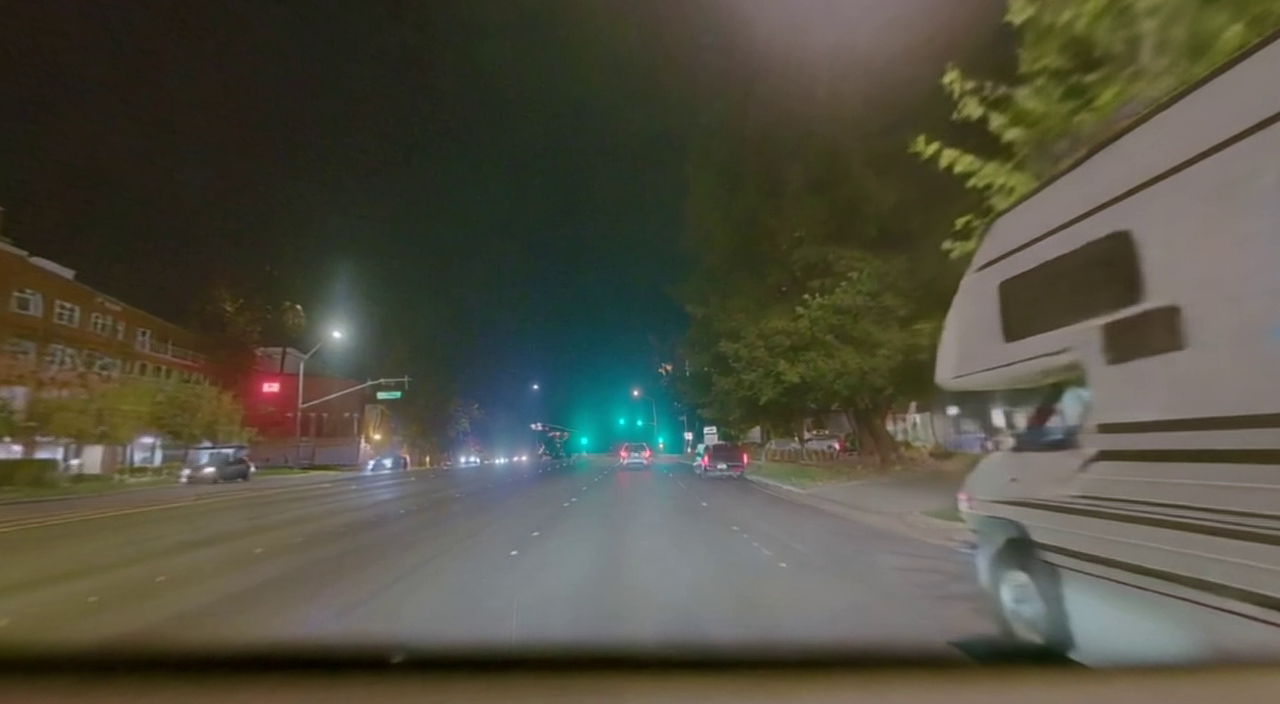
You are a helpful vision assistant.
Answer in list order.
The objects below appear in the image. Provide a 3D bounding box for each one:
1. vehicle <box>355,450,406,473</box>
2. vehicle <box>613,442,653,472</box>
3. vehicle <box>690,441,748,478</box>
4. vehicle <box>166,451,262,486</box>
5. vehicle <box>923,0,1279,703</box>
[{"bbox_3d":[-18.437,7.778,45.113,1.827,1.471,4.428,0,-9,-1],"label":"vehicle"},{"bbox_3d":[-0.419,5.841,35.249,2.103,1.506,4.742,0,-9,-1],"label":"vehicle"},{"bbox_3d":[3.672,5.102,30.251,2.060,1.611,4.675,0,-9,-2],"label":"vehicle"},{"bbox_3d":[-21.980,5.981,32.819,1.959,1.683,4.406,0,-9,-1],"label":"vehicle"},{"bbox_3d":[3.971,-0.102,1.380,2.924,3.250,7.780,-1,-9,-1],"label":"vehicle"}]
